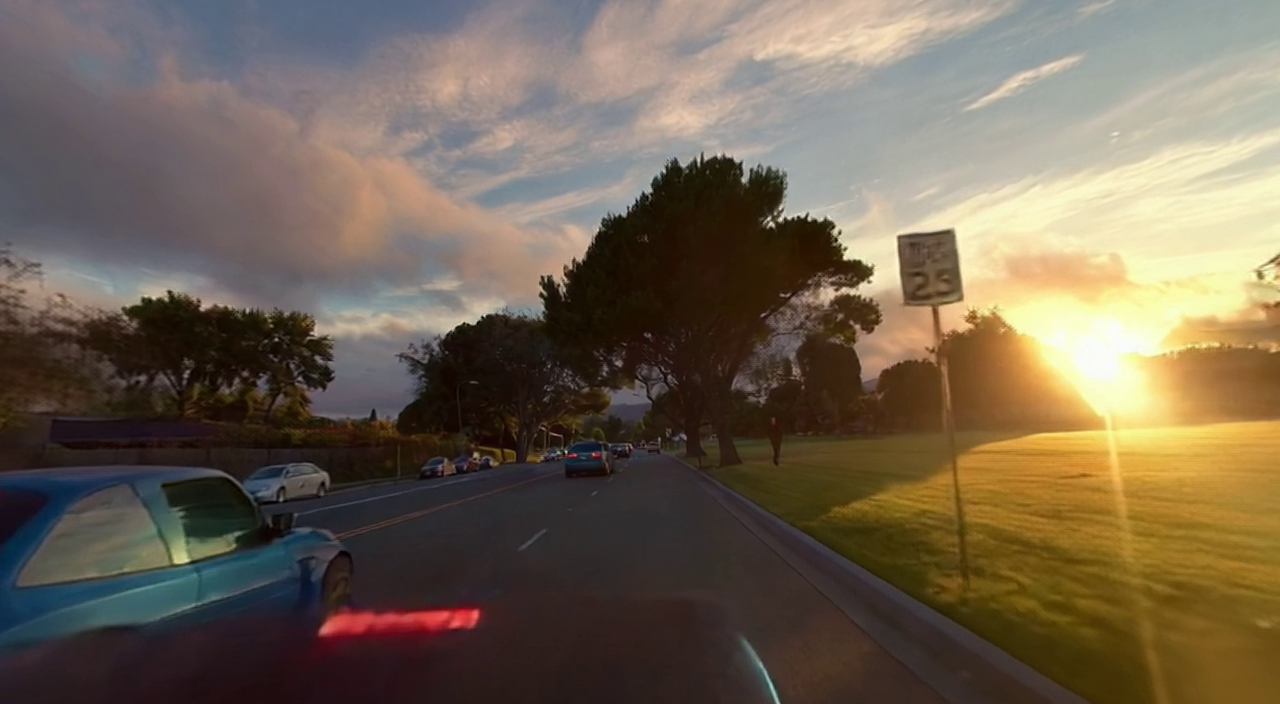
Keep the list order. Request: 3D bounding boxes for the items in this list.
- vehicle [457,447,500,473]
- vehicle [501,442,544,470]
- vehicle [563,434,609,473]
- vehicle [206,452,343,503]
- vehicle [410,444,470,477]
[{"bbox_3d":[-11.623,7.779,45.446,1.910,1.462,4.581,-4,-7,-1],"label":"vehicle"},{"bbox_3d":[-8.441,7.515,45.531,2.019,1.907,4.697,-1,-8,2],"label":"vehicle"},{"bbox_3d":[-2.698,5.192,32.343,1.908,1.809,4.230,-1,-8,2],"label":"vehicle"},{"bbox_3d":[-12.187,4.180,21.375,1.887,1.469,4.691,-1,-9,-1],"label":"vehicle"},{"bbox_3d":[-11.675,6.324,36.961,1.904,1.728,4.997,1,-8,-1],"label":"vehicle"}]
